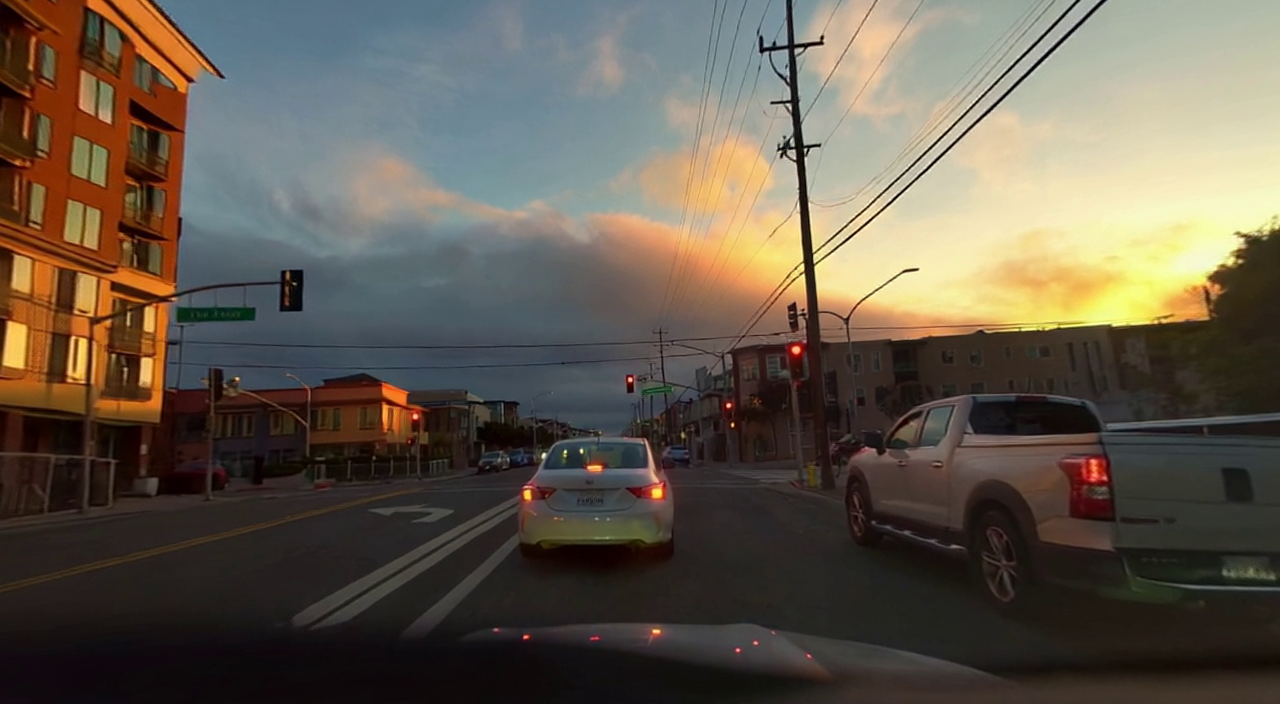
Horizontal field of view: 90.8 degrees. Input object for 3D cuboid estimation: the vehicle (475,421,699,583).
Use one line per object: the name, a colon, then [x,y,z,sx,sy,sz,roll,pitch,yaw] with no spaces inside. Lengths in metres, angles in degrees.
vehicle: [-0.479,1.670,7.841,2.019,1.453,4.129,0,-8,0]

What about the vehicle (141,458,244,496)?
vehicle: [-25.353,7.091,35.906,4.337,1.739,1.981,-5,-11,1]

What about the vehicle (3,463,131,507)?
vehicle: [-24.771,5.755,27.393,3.891,1.538,1.698,-4,-11,0]

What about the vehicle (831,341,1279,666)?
vehicle: [3.839,1.259,6.353,2.248,1.945,5.011,0,-8,0]
